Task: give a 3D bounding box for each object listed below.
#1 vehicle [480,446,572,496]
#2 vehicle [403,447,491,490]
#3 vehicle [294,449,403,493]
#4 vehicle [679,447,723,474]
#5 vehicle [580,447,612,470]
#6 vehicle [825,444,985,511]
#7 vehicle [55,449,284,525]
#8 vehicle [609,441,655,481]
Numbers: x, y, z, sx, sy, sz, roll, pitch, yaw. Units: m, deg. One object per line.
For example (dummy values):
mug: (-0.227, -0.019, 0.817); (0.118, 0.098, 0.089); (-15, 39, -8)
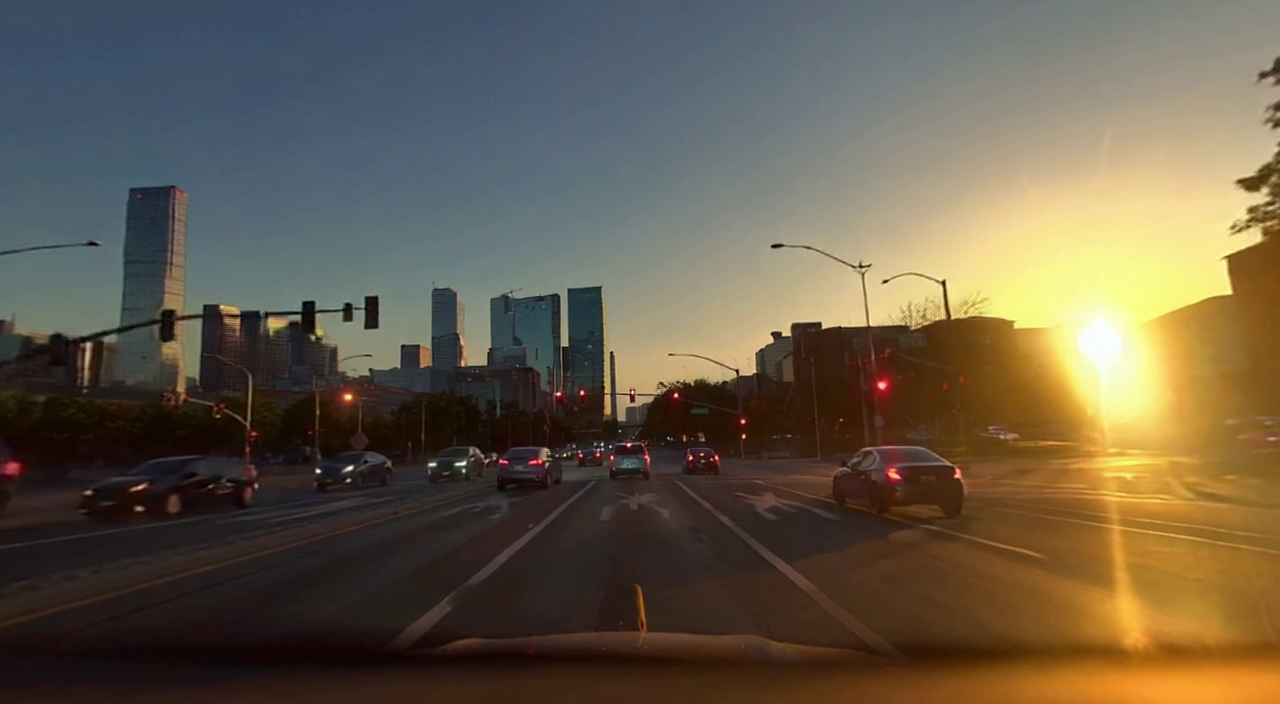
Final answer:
vehicle: (-3.691, 3.928, 21.332); (2.163, 1.474, 4.413); (0, -8, 2)
vehicle: (-7.445, 4.508, 24.915); (2.013, 1.488, 4.596); (0, -8, 0)
vehicle: (-10.968, 4.479, 24.156); (2.047, 1.479, 4.228); (0, -8, 2)
vehicle: (3.419, 6.180, 36.317); (2.014, 1.430, 4.103); (0, -8, -2)
vehicle: (-3.063, 7.546, 44.865); (2.002, 1.502, 4.057); (0, -8, 0)
vehicle: (6.457, 3.083, 16.114); (2.028, 1.451, 4.625); (0, -8, -1)
vehicle: (-10.727, 3.057, 14.971); (1.924, 1.479, 4.508); (0, -8, 1)
vehicle: (-0.335, 5.071, 29.764); (2.008, 1.716, 4.125); (0, -8, 0)
